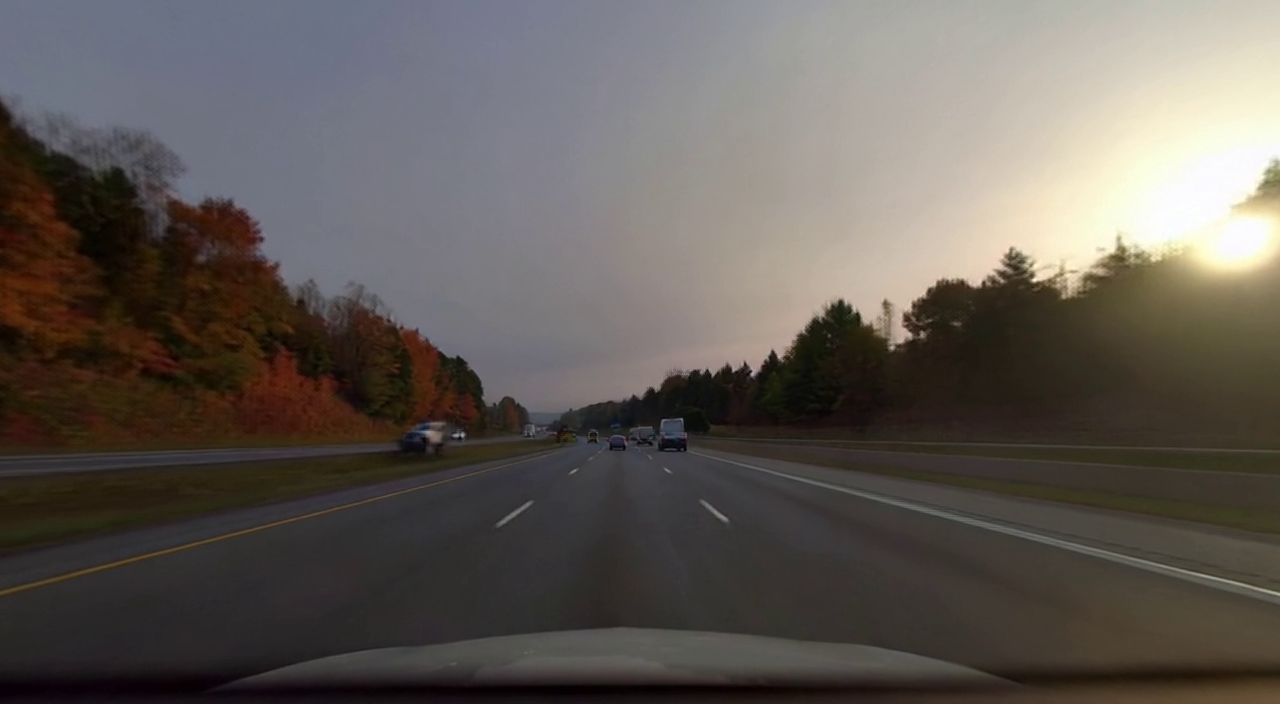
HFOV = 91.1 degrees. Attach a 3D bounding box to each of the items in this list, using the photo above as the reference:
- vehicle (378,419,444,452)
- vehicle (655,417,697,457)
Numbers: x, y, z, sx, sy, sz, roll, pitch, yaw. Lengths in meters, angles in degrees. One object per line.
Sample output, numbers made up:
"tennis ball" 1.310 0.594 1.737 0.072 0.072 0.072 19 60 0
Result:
"vehicle" -14.220 5.253 39.409 2.114 1.921 5.201 0 -8 1
"vehicle" 2.417 5.955 43.959 2.411 2.614 5.781 0 -8 -1
